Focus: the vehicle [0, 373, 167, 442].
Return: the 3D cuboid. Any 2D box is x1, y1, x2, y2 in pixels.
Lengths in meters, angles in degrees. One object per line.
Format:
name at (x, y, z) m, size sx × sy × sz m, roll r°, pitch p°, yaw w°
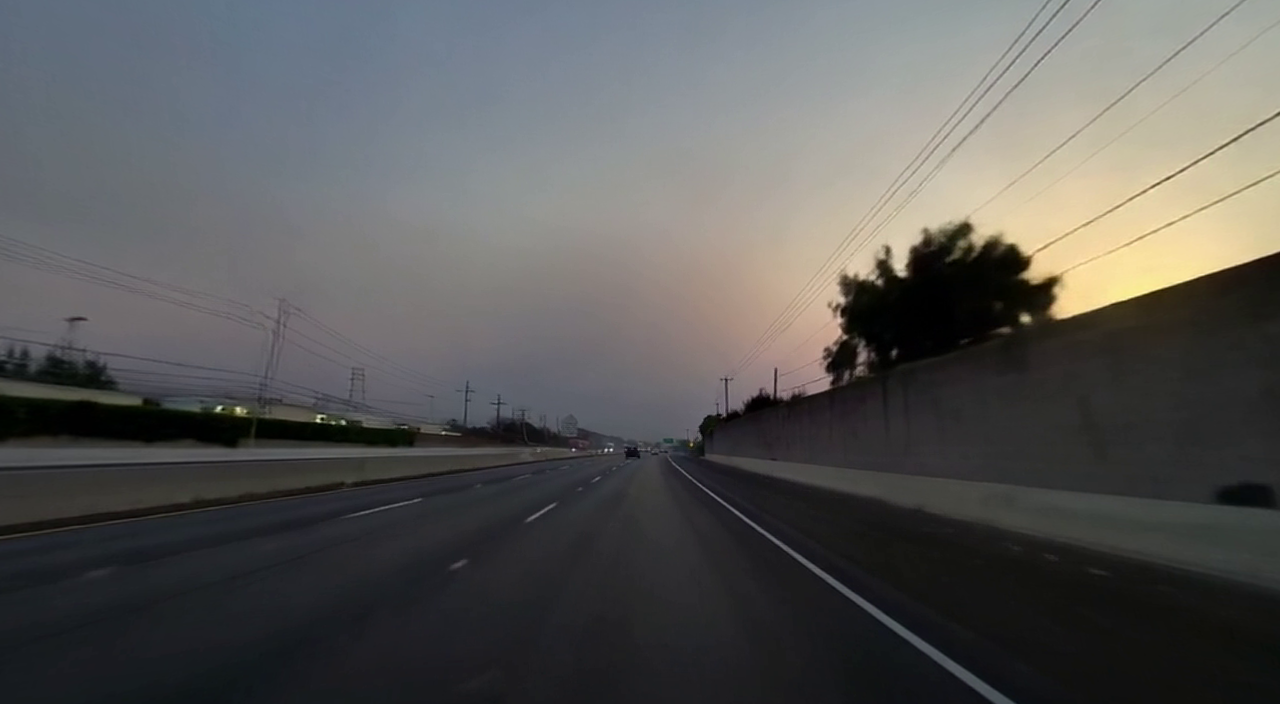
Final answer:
vehicle at (-42.731, 4.226, 45.620) m, size 3.206 × 3.635 × 18.419 m, roll -3°, pitch -10°, yaw -2°
